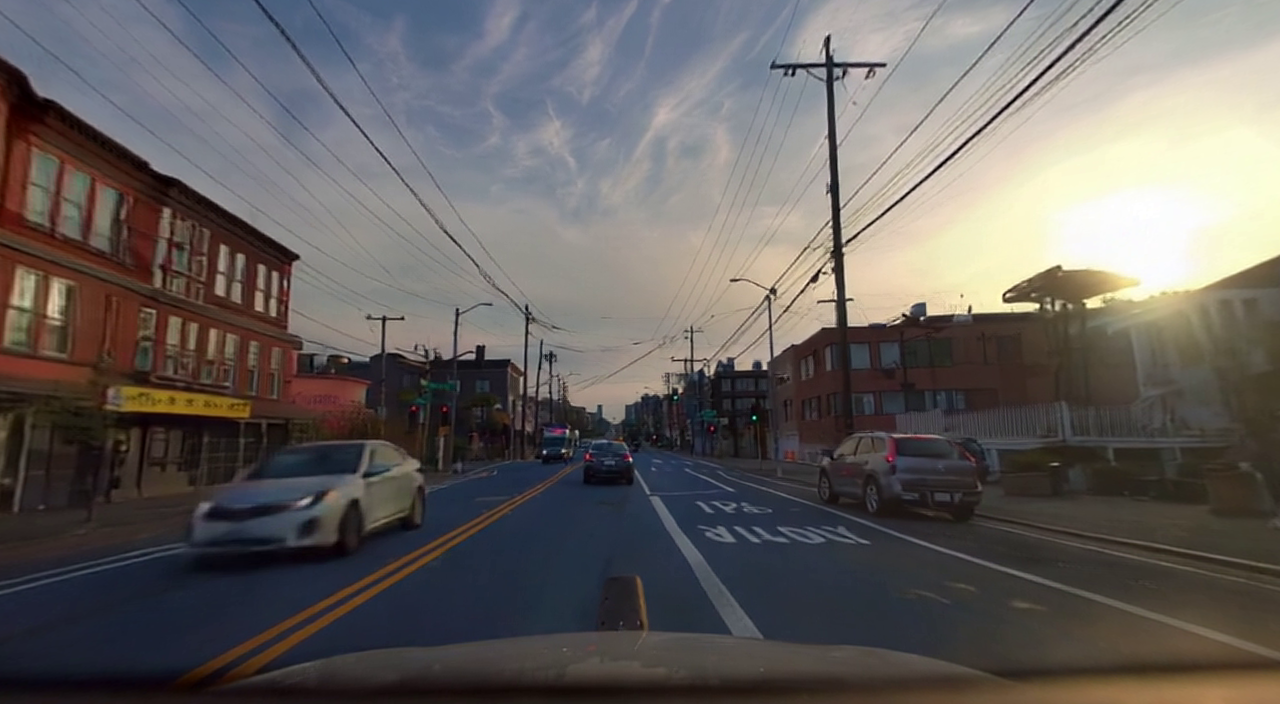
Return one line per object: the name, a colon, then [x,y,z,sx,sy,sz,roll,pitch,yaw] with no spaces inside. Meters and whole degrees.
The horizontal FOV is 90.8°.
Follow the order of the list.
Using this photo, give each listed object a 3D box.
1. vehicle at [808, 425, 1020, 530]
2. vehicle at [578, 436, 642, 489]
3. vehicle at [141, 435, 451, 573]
vehicle: [5.806,2.731,14.523,2.197,1.917,5.637,0,-9,-2]
vehicle: [-0.962,3.710,21.534,1.980,1.635,3.795,0,-8,-1]
vehicle: [-4.451,2.002,9.201,2.181,1.500,4.319,0,-8,-2]
